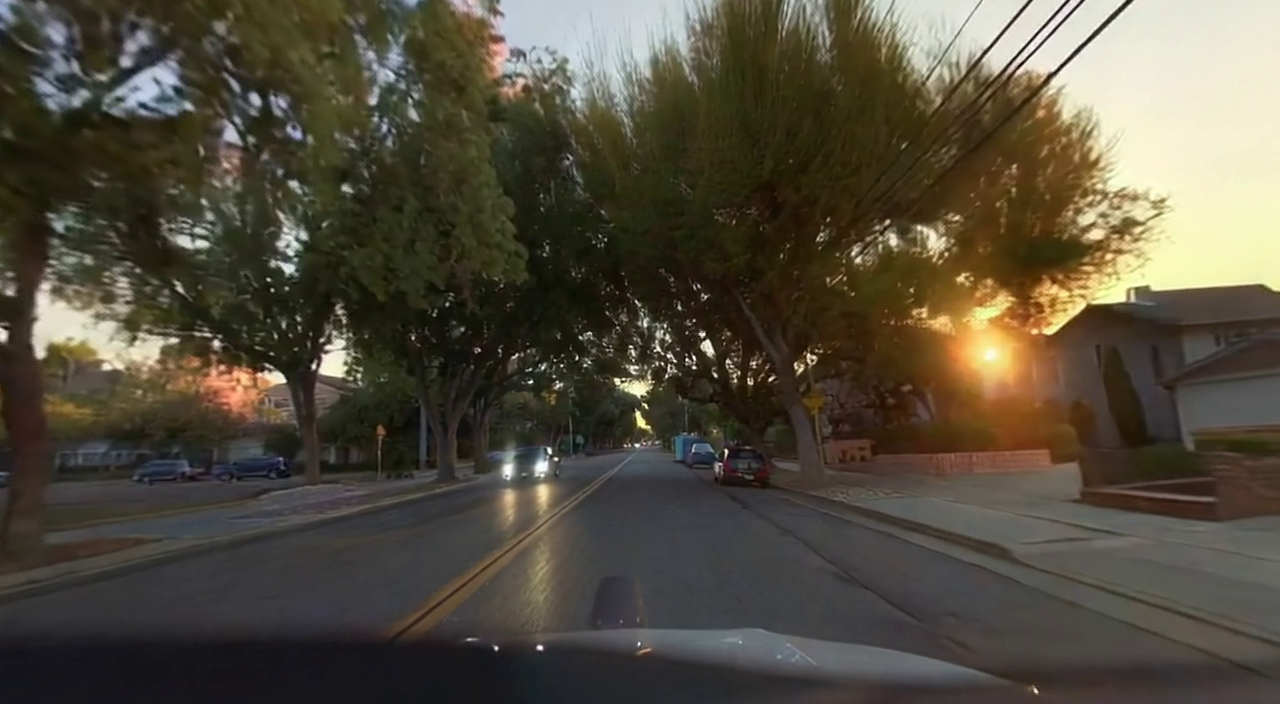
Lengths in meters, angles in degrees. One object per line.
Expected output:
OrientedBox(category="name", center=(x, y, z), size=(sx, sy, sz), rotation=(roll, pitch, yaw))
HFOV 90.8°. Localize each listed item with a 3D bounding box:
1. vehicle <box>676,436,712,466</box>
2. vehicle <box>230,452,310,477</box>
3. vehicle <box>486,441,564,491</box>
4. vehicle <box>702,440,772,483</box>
OrientedBox(category="vehicle", center=(3.762, 6.990, 44.740), size=(2.004, 1.923, 4.681), rotation=(0, -8, -2))
OrientedBox(category="vehicle", center=(-26.538, 8.061, 45.391), size=(4.542, 1.692, 1.892), rotation=(0, -8, 2))
OrientedBox(category="vehicle", center=(-3.740, 3.767, 21.200), size=(1.839, 1.520, 3.656), rotation=(-1, -8, 2))
OrientedBox(category="vehicle", center=(3.632, 4.180, 24.471), size=(1.915, 1.491, 4.642), rotation=(0, -8, 0))
